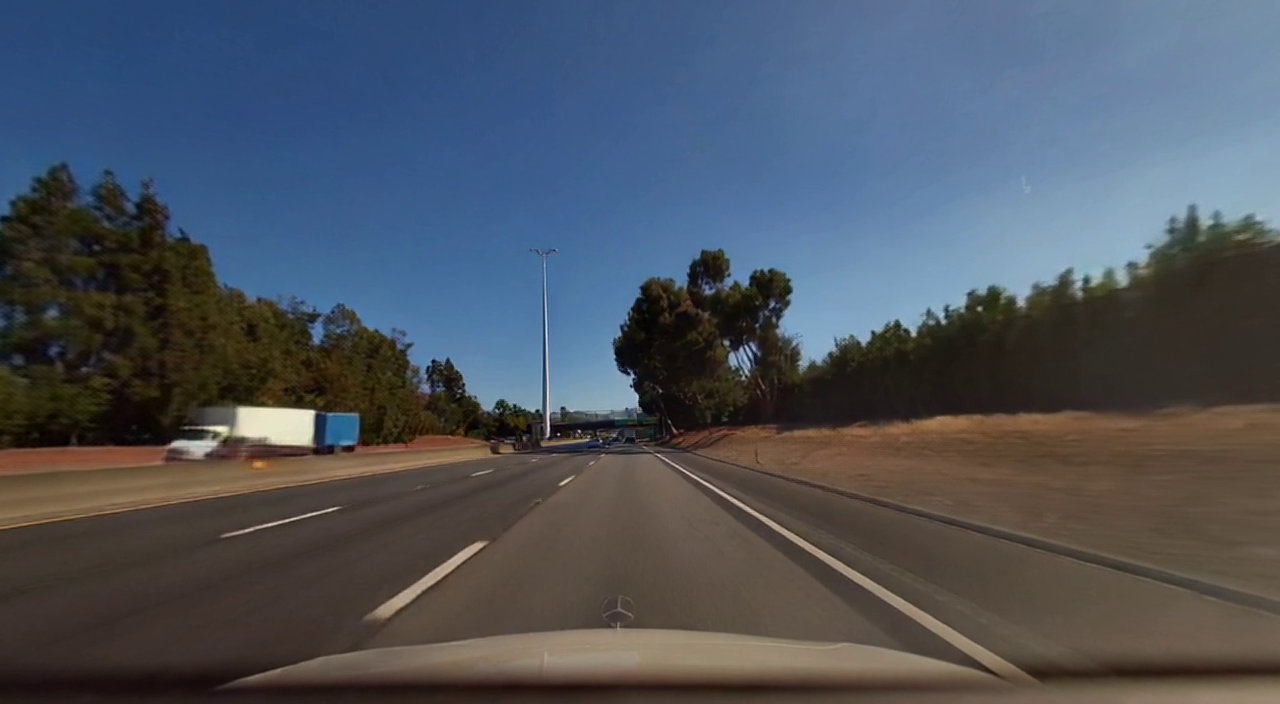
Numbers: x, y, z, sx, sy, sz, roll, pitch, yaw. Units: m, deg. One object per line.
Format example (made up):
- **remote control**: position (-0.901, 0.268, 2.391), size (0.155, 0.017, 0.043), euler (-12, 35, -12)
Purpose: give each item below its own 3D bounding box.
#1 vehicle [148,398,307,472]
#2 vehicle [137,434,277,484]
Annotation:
- **vehicle**: position (-25.281, 5.212, 39.582), size (2.997, 4.015, 10.450), euler (0, -8, -1)
- **vehicle**: position (-16.790, 4.137, 24.785), size (2.164, 1.749, 4.744), euler (0, -8, -1)
